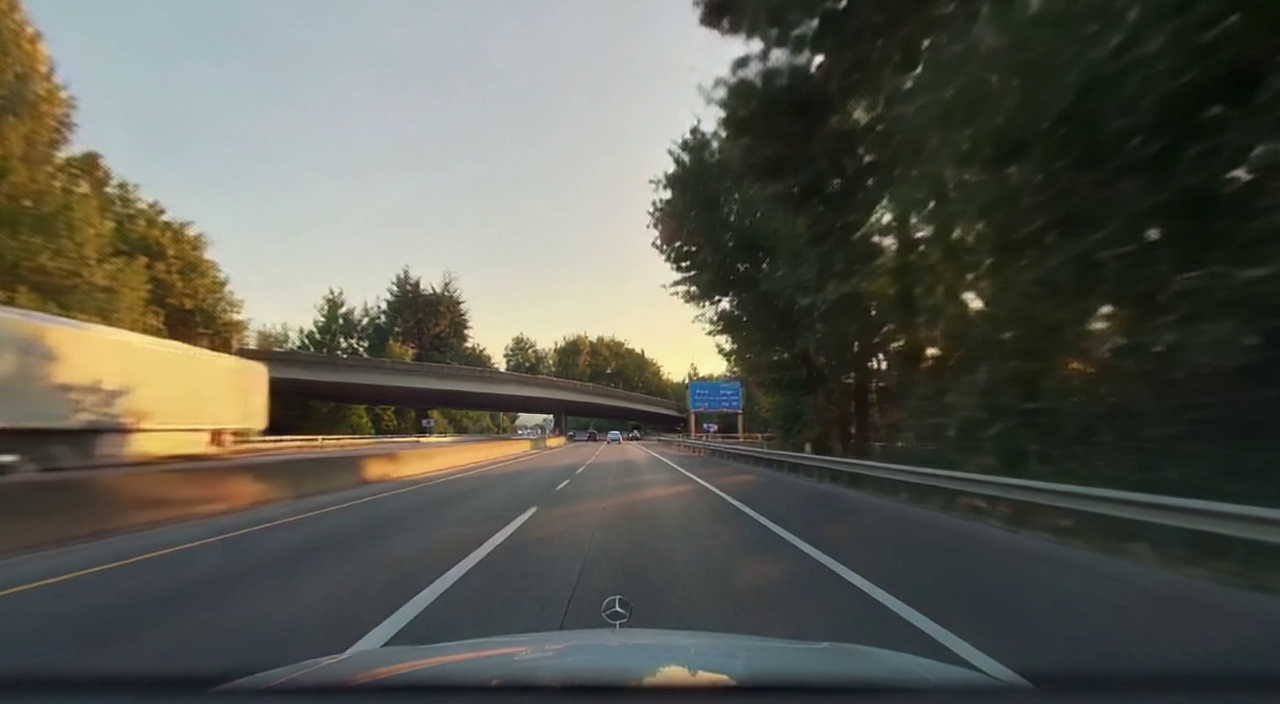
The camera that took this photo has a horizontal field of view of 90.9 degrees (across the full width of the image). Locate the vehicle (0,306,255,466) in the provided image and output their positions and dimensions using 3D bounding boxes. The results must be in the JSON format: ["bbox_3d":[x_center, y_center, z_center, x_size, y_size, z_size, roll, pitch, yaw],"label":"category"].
[{"bbox_3d":[-17.345,1.281,18.800,2.903,3.910,14.634,0,-8,-2],"label":"vehicle"}]
